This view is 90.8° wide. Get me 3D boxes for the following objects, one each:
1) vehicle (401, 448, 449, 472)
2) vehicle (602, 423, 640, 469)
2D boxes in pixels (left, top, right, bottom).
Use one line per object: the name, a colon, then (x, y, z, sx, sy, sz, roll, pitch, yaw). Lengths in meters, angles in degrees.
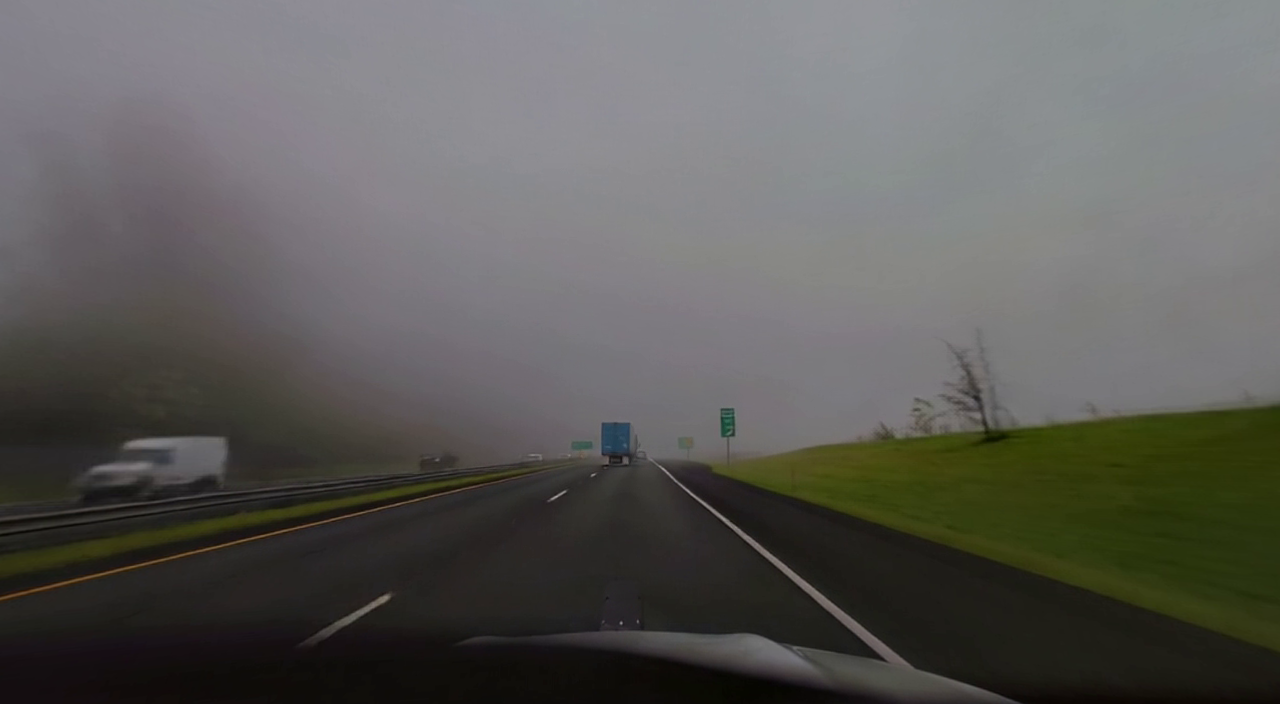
vehicle: (-15.682, 7.892, 46.341, 1.997, 1.664, 4.385, 0, -9, 0)
vehicle: (-1.438, 7.263, 48.708, 2.704, 3.270, 6.745, 0, -9, -2)
